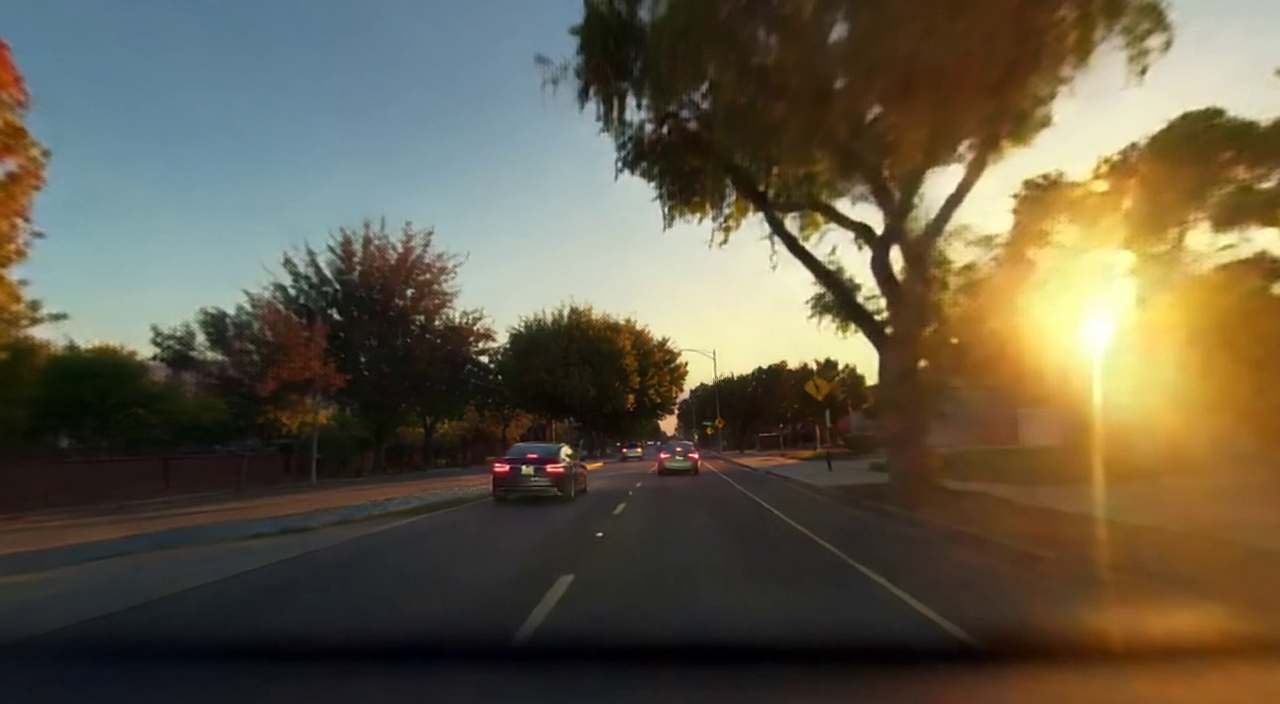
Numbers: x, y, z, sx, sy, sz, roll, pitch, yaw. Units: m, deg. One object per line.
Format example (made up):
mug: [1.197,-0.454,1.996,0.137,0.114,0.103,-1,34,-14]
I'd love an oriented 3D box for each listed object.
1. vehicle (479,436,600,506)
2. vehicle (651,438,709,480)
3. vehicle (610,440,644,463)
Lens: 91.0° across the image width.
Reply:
vehicle: [-2.265,2.838,15.537,2.030,1.467,4.403,0,-8,3]
vehicle: [1.482,4.094,24.346,2.065,1.456,4.099,0,-8,2]
vehicle: [-0.881,7.049,44.694,2.114,1.500,3.912,0,-8,3]
